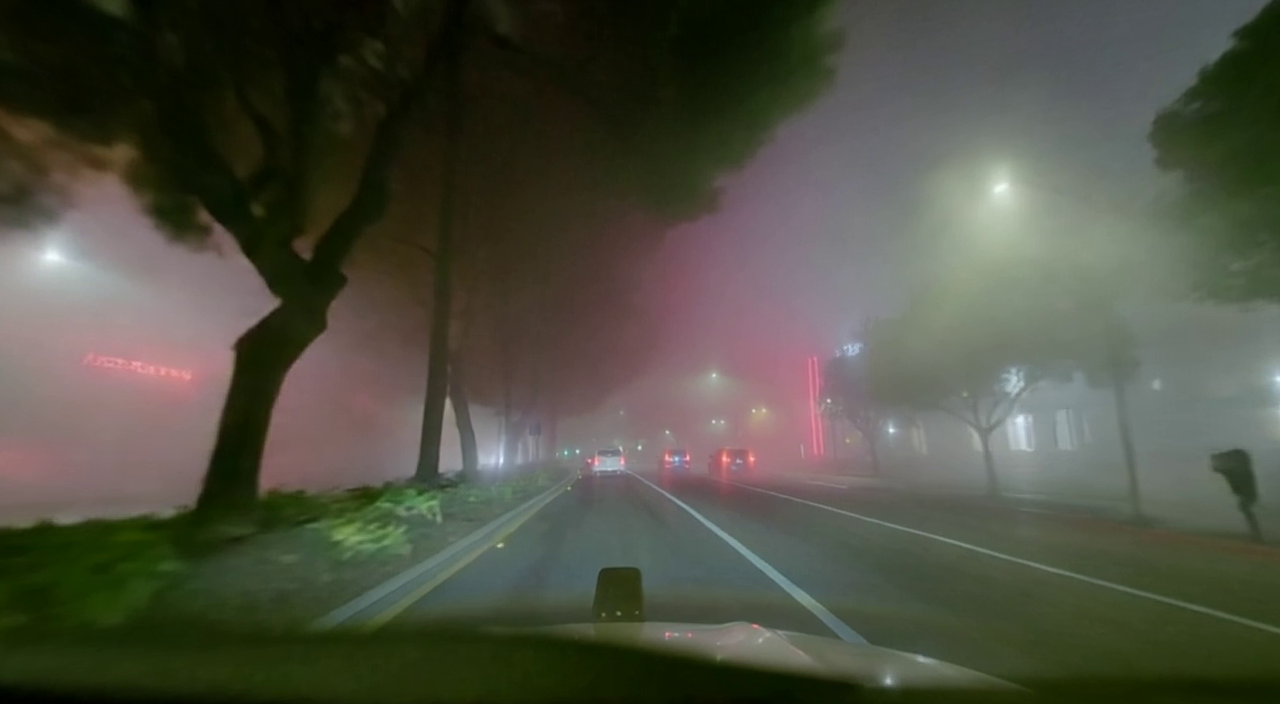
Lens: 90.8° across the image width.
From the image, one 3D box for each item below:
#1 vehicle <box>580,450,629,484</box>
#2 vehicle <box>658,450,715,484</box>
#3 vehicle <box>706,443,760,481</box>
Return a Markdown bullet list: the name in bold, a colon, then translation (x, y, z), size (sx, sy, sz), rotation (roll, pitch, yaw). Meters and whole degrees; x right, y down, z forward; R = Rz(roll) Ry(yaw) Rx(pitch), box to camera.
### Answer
- **vehicle**: translation (-1.664, 5.311, 29.494), size (2.101, 1.444, 4.248), rotation (0, -9, -4)
- **vehicle**: translation (2.107, 5.429, 30.013), size (1.993, 1.477, 4.240), rotation (0, -9, -5)
- **vehicle**: translation (5.276, 6.353, 36.654), size (2.052, 1.990, 4.736), rotation (0, -9, -4)
